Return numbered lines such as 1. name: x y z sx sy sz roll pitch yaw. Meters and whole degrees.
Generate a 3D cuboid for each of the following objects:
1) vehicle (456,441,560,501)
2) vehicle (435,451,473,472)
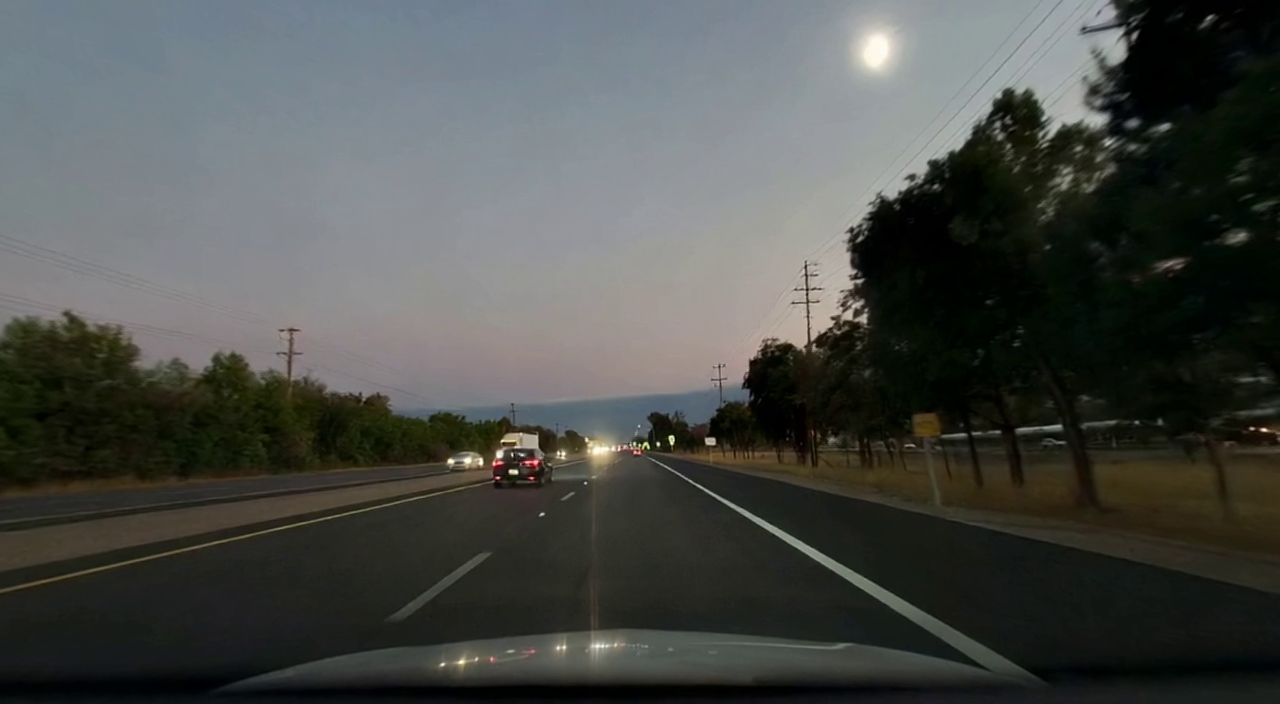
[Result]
1. vehicle: -3.715 3.438 18.534 2.123 1.545 4.404 0 -9 0
2. vehicle: -13.276 7.823 44.845 1.642 1.383 3.633 0 -9 -1
